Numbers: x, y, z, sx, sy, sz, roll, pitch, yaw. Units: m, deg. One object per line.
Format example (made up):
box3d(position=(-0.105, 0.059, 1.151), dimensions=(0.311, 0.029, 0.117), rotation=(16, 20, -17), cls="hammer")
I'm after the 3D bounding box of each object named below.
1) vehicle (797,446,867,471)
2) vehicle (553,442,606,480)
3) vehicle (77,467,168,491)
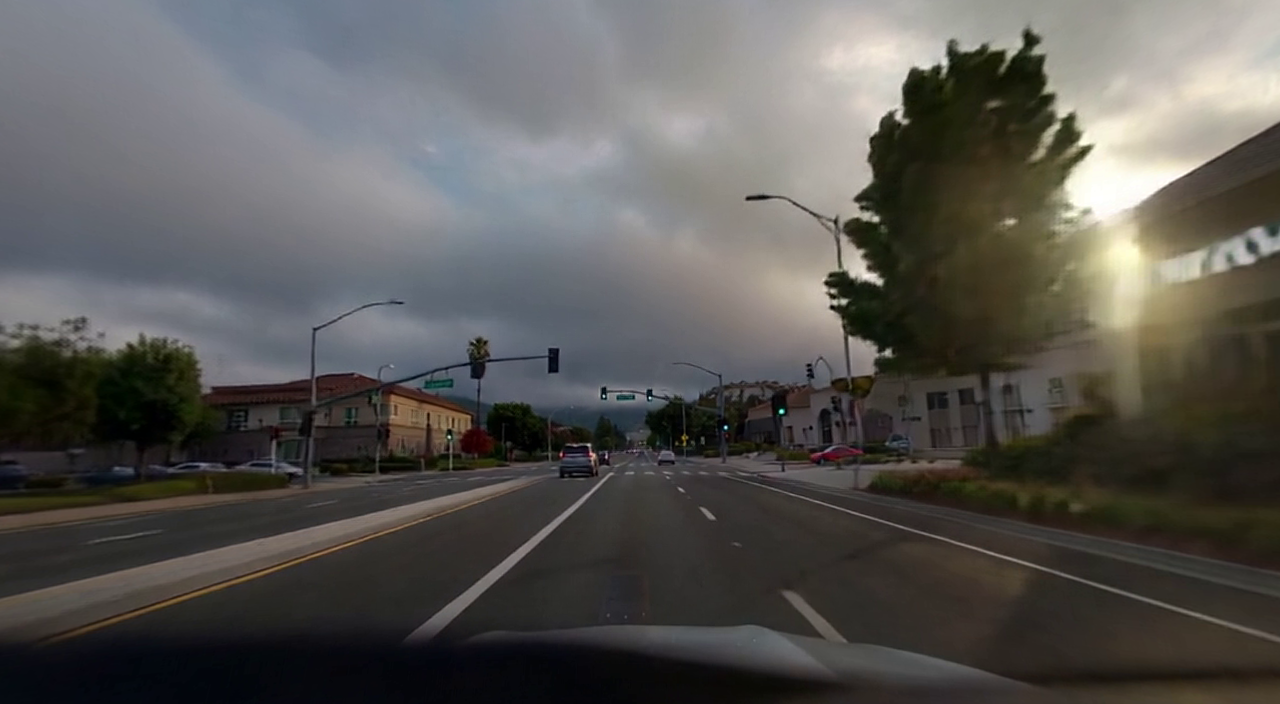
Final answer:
box3d(position=(14.512, 8.060, 47.810), dimensions=(4.634, 1.449, 1.936), rotation=(-4, -7, -1), cls="vehicle")
box3d(position=(-3.044, 5.564, 32.549), dimensions=(2.250, 1.791, 4.300), rotation=(0, -8, 1), cls="vehicle")
box3d(position=(-35.777, 8.755, 43.604), dimensions=(4.657, 1.455, 1.994), rotation=(0, -8, 4), cls="vehicle")
